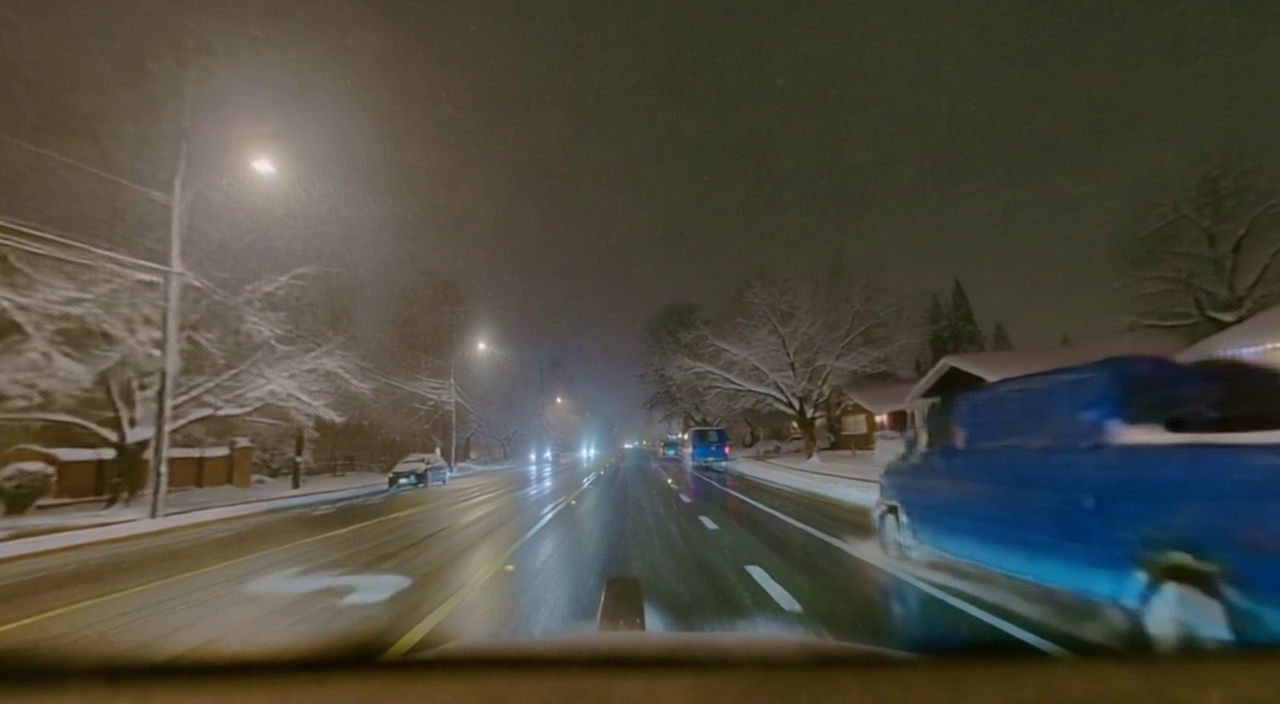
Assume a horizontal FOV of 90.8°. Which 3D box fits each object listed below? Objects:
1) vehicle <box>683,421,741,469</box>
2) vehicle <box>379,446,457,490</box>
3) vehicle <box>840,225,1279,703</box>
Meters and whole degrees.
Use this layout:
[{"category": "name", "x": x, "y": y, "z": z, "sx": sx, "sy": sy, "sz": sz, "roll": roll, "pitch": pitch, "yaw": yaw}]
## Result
[{"category": "vehicle", "x": 3.894, "y": 5.209, "z": 35.348, "sx": 2.459, "sy": 2.452, "sz": 5.731, "roll": 0, "pitch": -8, "yaw": -1}, {"category": "vehicle", "x": -11.202, "y": 5.845, "z": 32.311, "sx": 2.301, "sy": 1.855, "sz": 4.983, "roll": -4, "pitch": -8, "yaw": -2}, {"category": "vehicle", "x": 3.704, "y": 1.055, "z": 4.989, "sx": 2.504, "sy": 2.114, "sz": 6.073, "roll": 3, "pitch": -8, "yaw": 3}]
